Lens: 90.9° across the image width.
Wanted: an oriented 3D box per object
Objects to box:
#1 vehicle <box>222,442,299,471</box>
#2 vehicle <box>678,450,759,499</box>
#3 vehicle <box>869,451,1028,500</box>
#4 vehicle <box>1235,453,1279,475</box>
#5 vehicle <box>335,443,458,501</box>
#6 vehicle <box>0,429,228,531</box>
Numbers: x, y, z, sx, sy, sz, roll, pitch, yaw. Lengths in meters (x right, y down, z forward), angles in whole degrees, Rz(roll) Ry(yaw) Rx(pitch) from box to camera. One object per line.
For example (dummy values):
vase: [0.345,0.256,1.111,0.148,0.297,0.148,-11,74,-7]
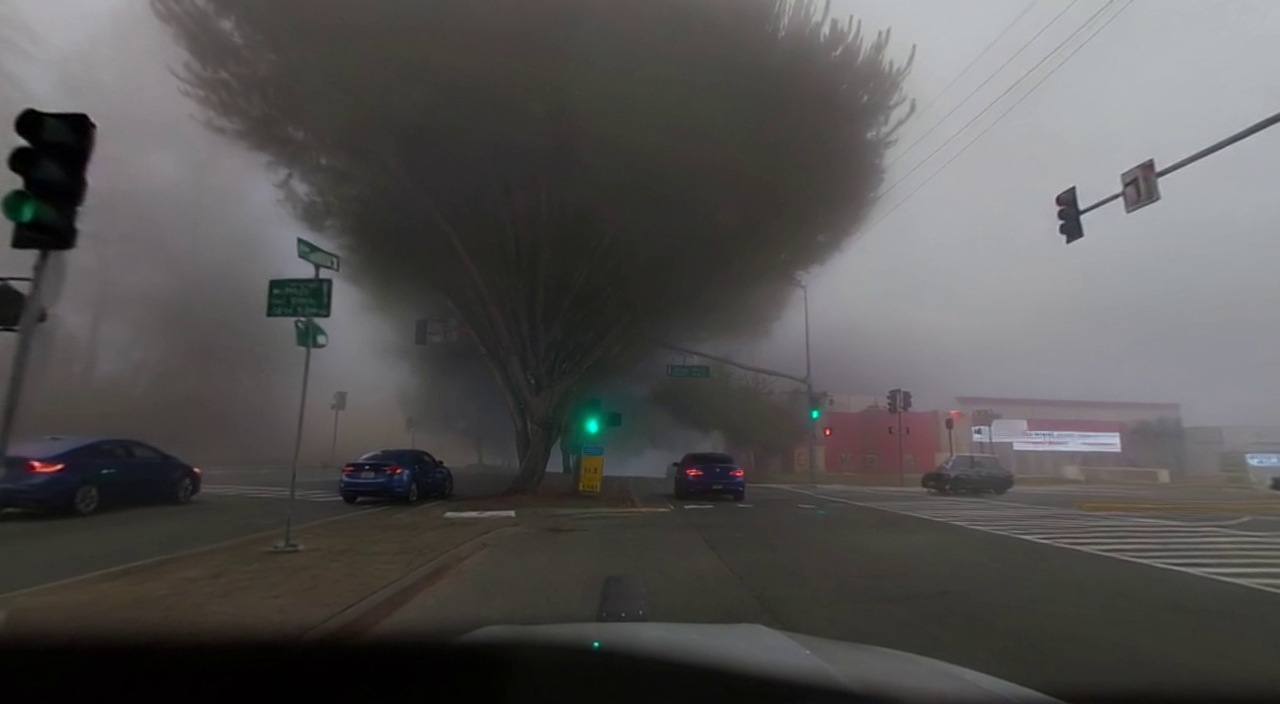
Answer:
vehicle: [-23.364,6.425,39.044,2.018,1.687,4.453,0,-8,-1]
vehicle: [2.586,4.171,21.942,1.940,1.487,4.562,0,-8,-4]
vehicle: [10.576,4.199,21.710,4.703,1.492,1.930,2,-9,-14]
vehicle: [43.795,7.687,43.425,1.723,1.431,3.880,0,-8,-1]
vehicle: [-7.020,3.475,18.745,1.995,1.470,4.556,0,-8,-2]
vehicle: [-10.185,2.253,11.748,1.979,1.494,4.693,0,-8,-2]
